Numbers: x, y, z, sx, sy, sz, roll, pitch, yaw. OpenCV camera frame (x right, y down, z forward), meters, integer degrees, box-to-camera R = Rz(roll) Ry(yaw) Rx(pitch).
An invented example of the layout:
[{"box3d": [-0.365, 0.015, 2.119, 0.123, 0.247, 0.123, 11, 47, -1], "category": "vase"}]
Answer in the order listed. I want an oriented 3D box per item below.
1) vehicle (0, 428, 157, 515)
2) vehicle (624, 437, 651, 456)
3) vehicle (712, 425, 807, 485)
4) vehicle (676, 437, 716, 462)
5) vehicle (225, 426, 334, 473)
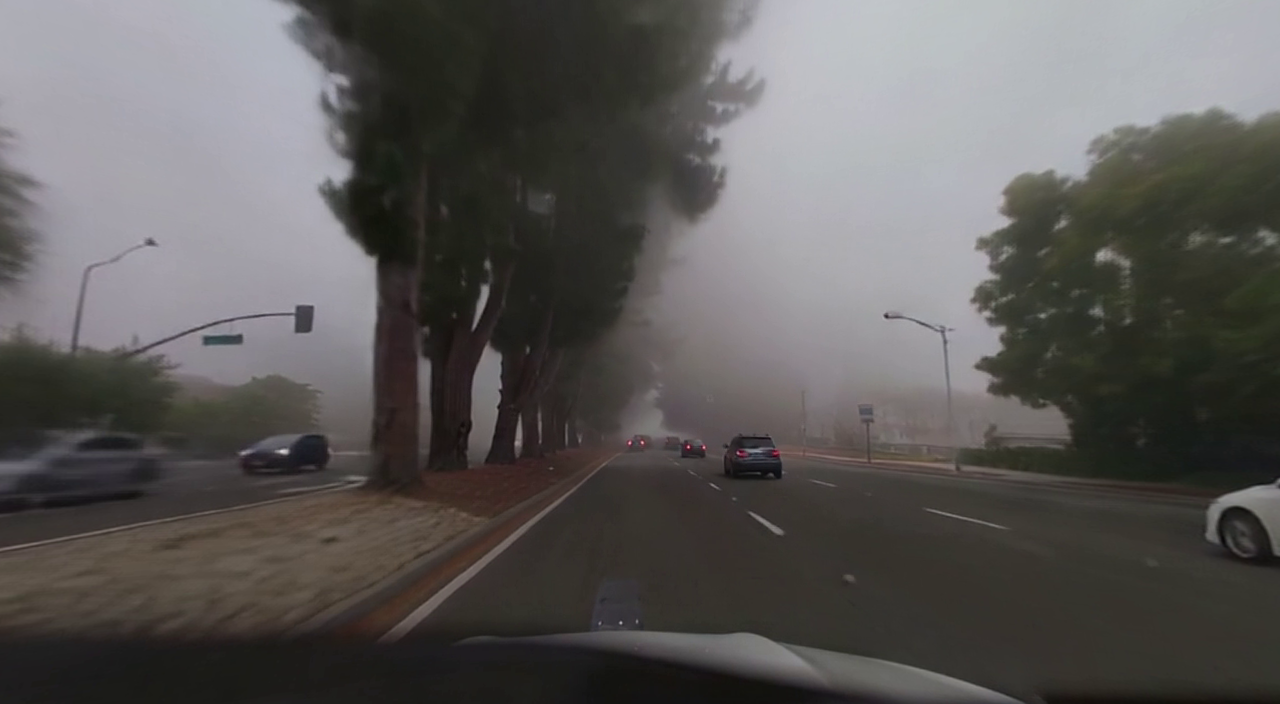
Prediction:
[{"box3d": [-12.034, 2.249, 12.183, 1.938, 1.487, 4.442, 0, -8, 0], "category": "vehicle"}, {"box3d": [-0.225, 7.463, 49.881, 1.988, 1.418, 4.214, 0, -8, -1], "category": "vehicle"}, {"box3d": [3.939, 3.511, 21.762, 2.209, 1.813, 4.724, 0, -8, -2], "category": "vehicle"}, {"box3d": [3.476, 6.159, 39.960, 2.064, 1.474, 4.389, 0, -8, -1], "category": "vehicle"}, {"box3d": [-16.135, 4.404, 28.672, 2.026, 1.911, 4.933, 0, -8, 0], "category": "vehicle"}]
